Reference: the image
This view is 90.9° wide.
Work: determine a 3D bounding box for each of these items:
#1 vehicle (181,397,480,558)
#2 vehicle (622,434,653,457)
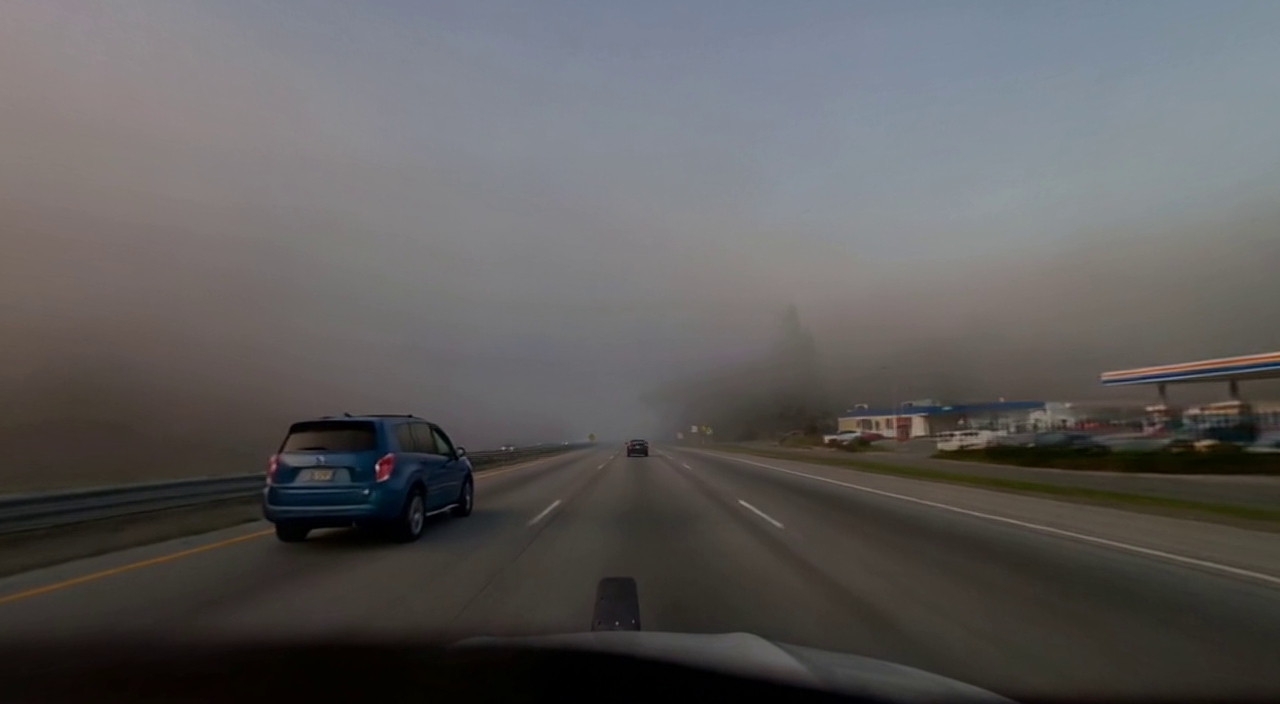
[{"bbox_3d":[-3.931,1.654,9.127,2.061,1.732,4.457,0,-8,0],"label":"vehicle"},{"bbox_3d":[-0.199,6.918,46.799,2.151,1.550,4.694,0,-8,-1],"label":"vehicle"}]
